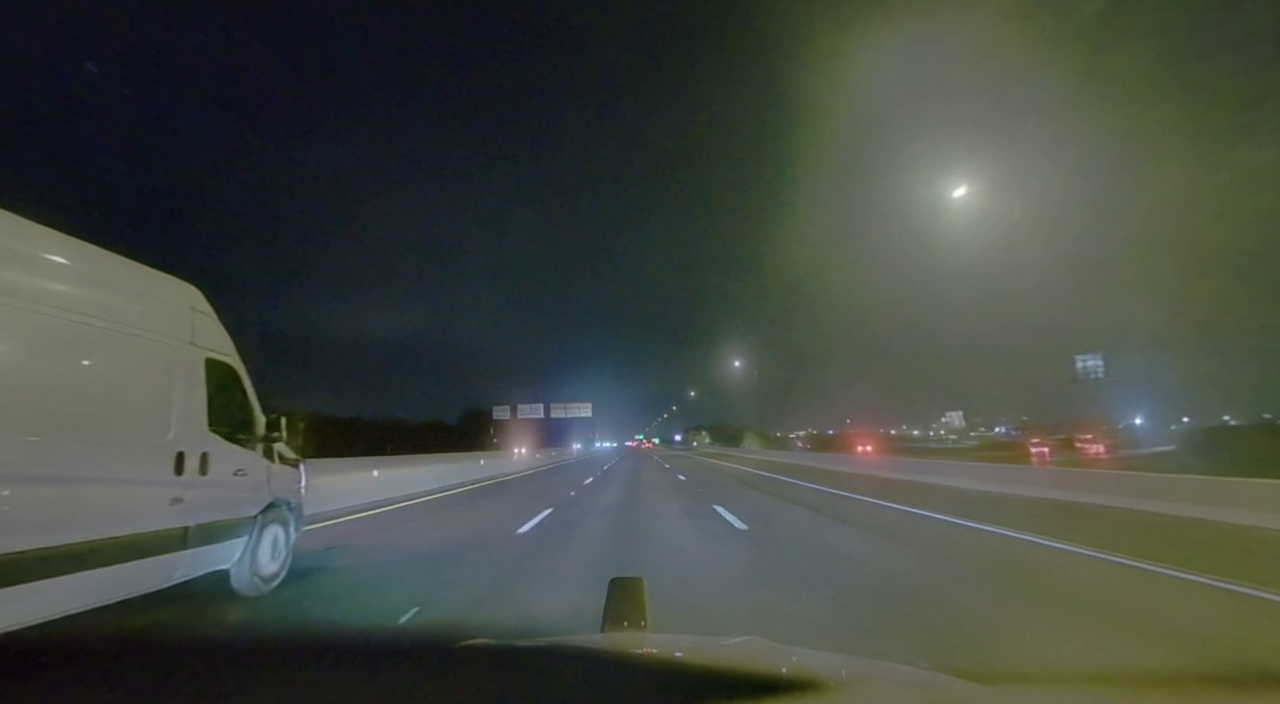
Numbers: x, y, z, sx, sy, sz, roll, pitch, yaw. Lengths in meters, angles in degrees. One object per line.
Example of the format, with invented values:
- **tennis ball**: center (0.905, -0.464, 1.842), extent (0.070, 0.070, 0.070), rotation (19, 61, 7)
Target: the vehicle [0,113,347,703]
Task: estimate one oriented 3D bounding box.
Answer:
- **vehicle**: center (-3.893, 0.252, 2.258), extent (2.443, 2.586, 6.701), rotation (0, -8, 0)
